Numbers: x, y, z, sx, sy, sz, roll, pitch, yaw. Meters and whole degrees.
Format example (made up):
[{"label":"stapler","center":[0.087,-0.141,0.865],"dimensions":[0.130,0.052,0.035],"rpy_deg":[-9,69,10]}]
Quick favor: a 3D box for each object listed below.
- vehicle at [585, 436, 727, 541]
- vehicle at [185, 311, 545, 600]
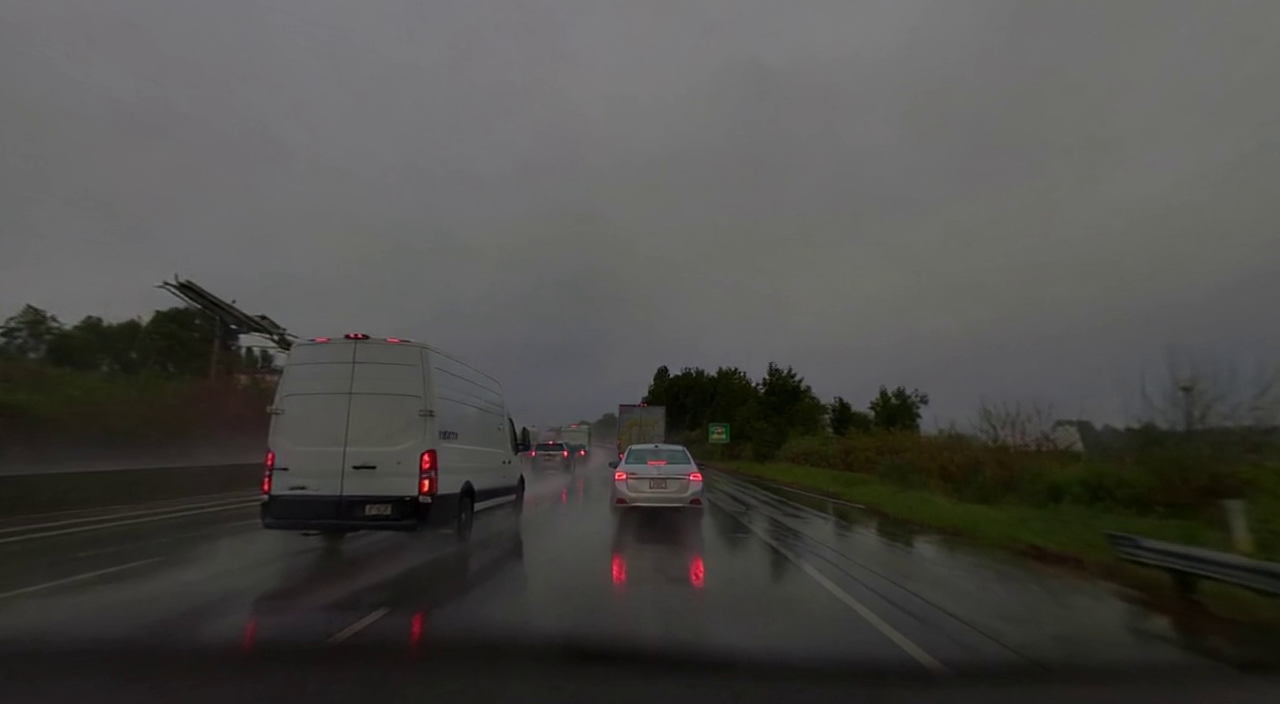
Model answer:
[{"label":"vehicle","center":[0.221,2.263,11.006],"dimensions":[2.063,1.507,3.488],"rpy_deg":[0,-9,0]},{"label":"vehicle","center":[-3.109,1.470,9.434],"dimensions":[2.289,2.757,6.726],"rpy_deg":[0,-9,0]}]
